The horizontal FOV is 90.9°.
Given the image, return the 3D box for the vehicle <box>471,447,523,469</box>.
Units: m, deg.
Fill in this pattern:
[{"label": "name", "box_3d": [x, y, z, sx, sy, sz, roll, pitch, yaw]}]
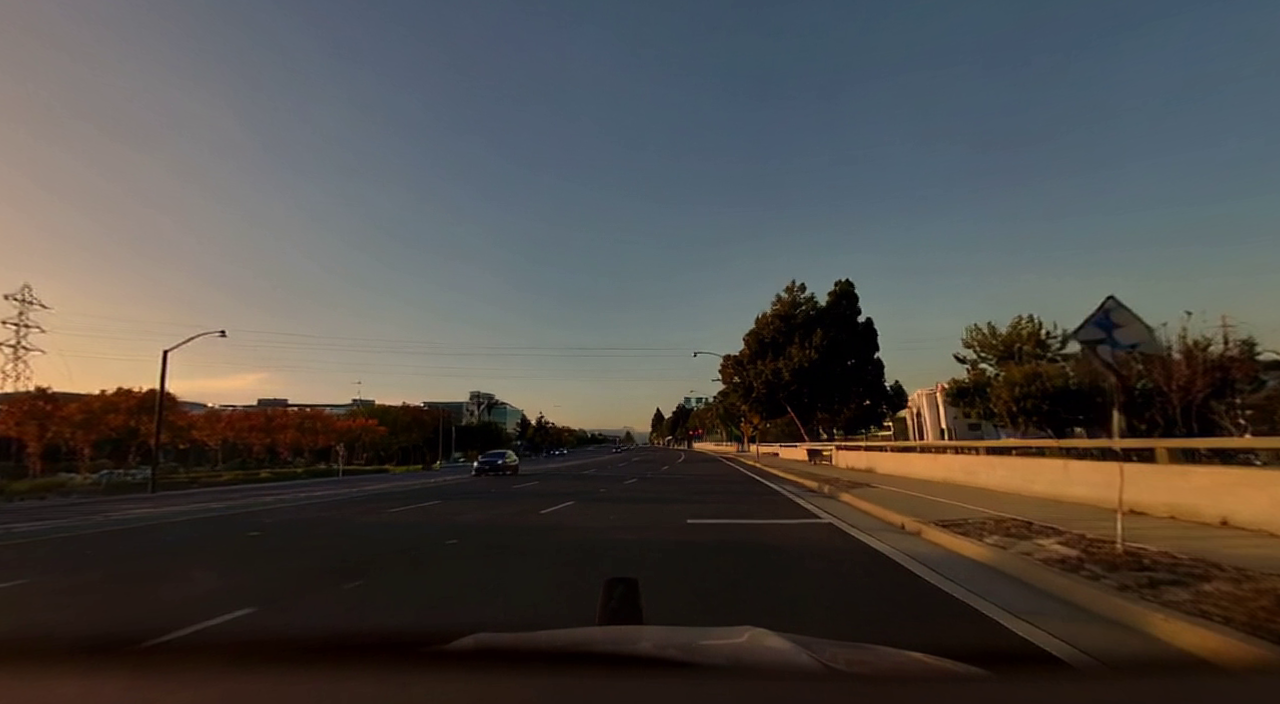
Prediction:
[{"label": "vehicle", "box_3d": [-10.002, 7.453, 44.459, 2.240, 1.452, 4.518, -1, -8, 6]}]
